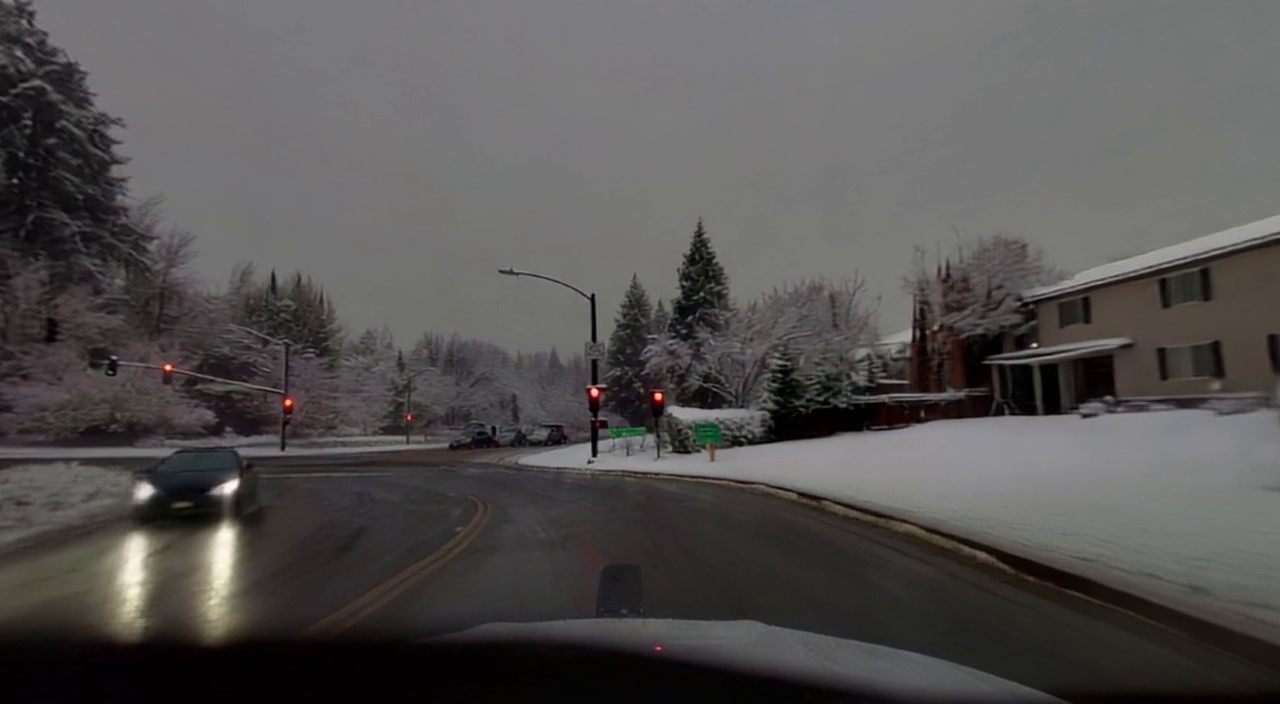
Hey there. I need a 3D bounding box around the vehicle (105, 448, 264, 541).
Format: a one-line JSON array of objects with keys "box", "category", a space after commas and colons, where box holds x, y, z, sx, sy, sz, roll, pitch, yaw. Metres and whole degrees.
[{"box": [-8.907, 2.682, 12.655, 2.066, 1.455, 4.770, 5, -10, -31], "category": "vehicle"}]
